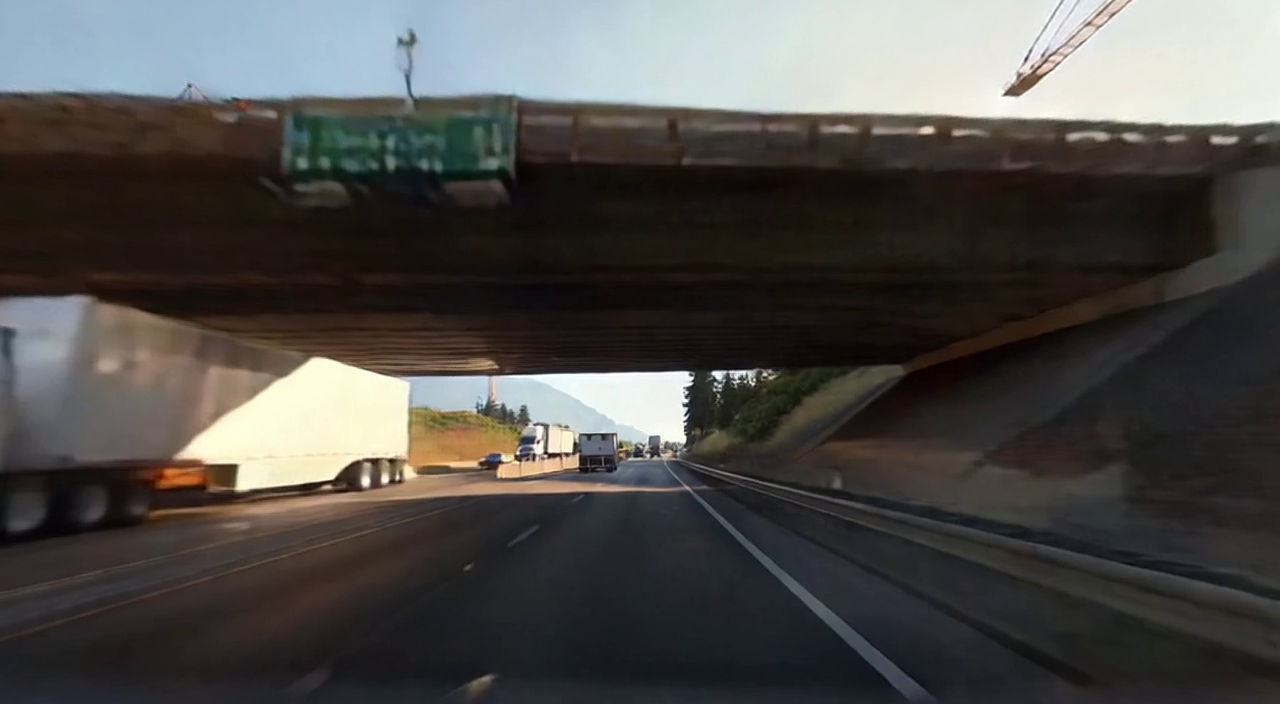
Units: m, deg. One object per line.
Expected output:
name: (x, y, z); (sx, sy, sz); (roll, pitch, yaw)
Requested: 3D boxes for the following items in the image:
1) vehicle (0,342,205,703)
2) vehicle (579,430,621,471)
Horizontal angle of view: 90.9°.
vehicle: (-3.322, 0.640, 1.147); (2.194, 1.648, 3.984); (0, -9, -1)
vehicle: (-2.803, 7.212, 46.272); (2.565, 2.771, 6.641); (0, -9, 1)
